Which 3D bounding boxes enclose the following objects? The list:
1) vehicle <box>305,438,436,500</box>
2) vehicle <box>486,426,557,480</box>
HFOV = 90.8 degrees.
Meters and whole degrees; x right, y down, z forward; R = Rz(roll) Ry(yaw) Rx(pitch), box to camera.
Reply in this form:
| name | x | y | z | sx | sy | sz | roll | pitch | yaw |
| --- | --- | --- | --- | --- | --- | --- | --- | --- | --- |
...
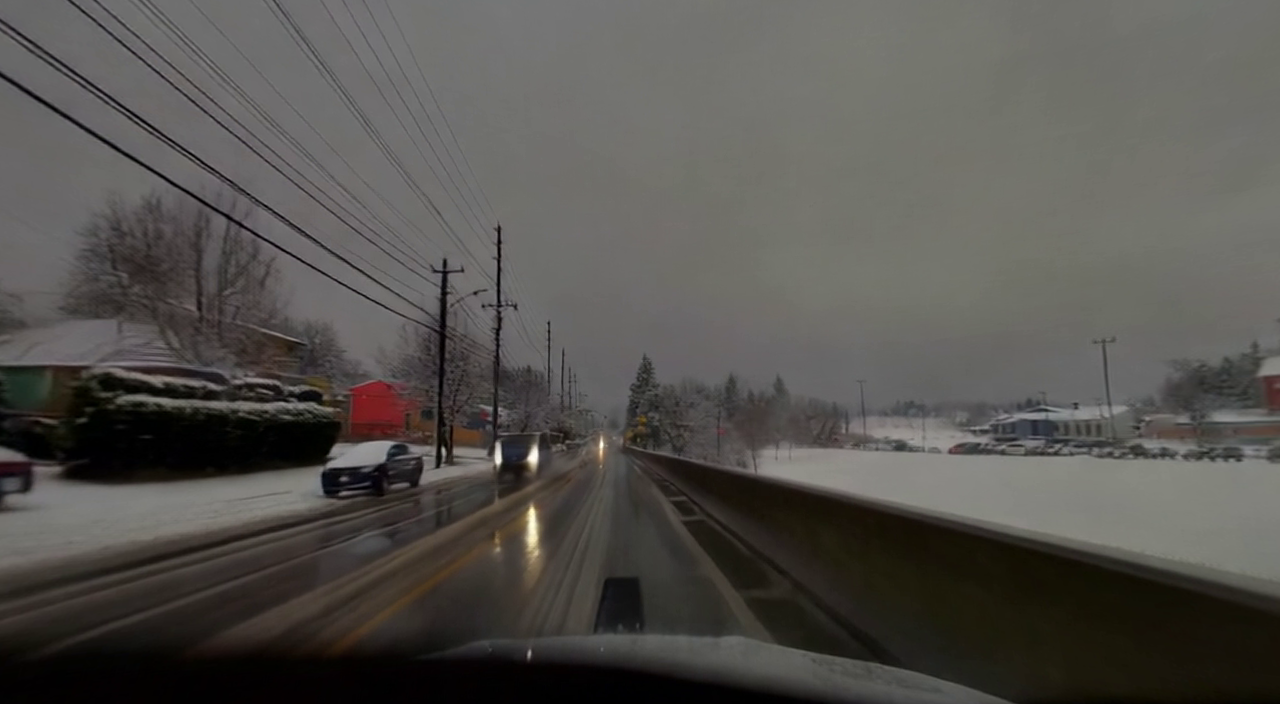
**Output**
| name | x | y | z | sx | sy | sz | roll | pitch | yaw |
| --- | --- | --- | --- | --- | --- | --- | --- | --- | --- |
| vehicle | -7.570 | 3.312 | 18.377 | 1.863 | 1.522 | 4.901 | 0 | -8 | -3 |
| vehicle | -4.553 | 3.982 | 25.095 | 2.057 | 1.905 | 4.670 | 0 | -8 | -2 |
